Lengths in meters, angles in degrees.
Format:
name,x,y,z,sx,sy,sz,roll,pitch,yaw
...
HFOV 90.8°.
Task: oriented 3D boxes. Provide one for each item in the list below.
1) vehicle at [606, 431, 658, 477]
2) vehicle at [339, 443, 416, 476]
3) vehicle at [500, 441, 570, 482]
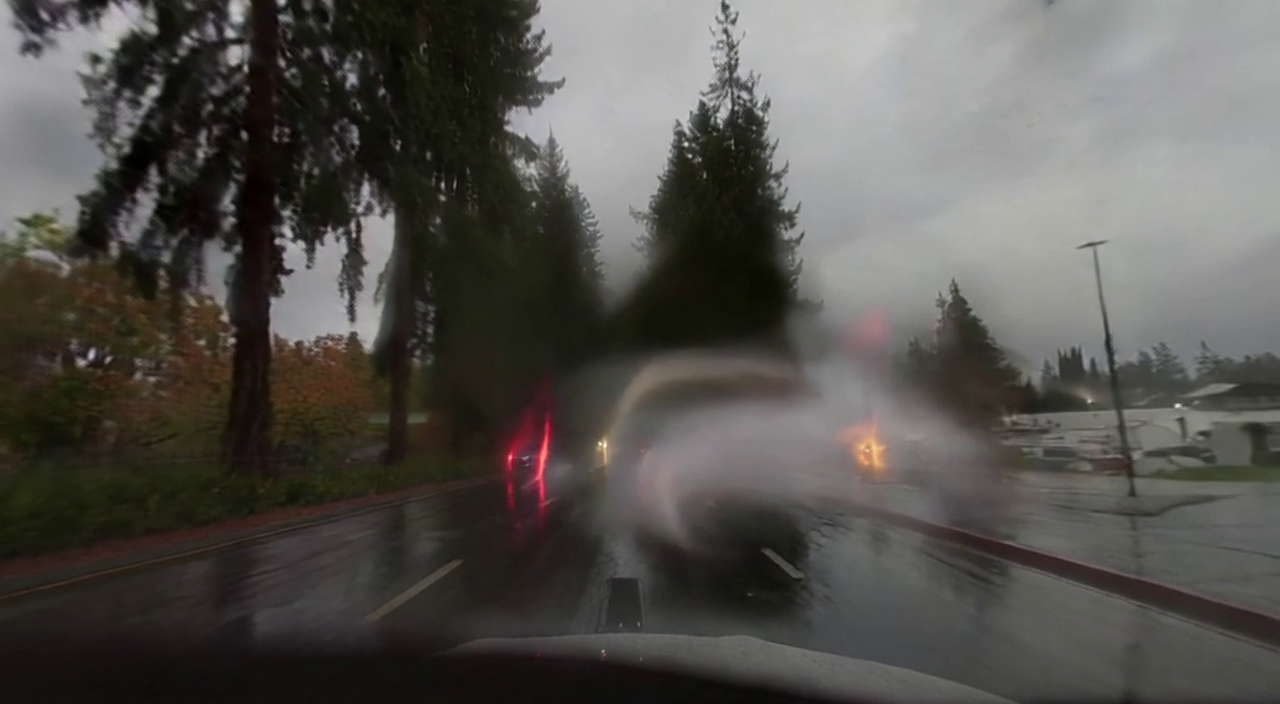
name,x,y,z,sx,sy,sz,roll,pitch,yaw
vehicle,-0.343,4.261,26.553,2.018,1.769,3.897,0,-8,-1
vehicle,-16.394,6.706,39.904,2.306,1.890,5.822,0,-8,0
vehicle,-3.965,4.179,24.462,1.917,1.448,4.178,0,-8,1
